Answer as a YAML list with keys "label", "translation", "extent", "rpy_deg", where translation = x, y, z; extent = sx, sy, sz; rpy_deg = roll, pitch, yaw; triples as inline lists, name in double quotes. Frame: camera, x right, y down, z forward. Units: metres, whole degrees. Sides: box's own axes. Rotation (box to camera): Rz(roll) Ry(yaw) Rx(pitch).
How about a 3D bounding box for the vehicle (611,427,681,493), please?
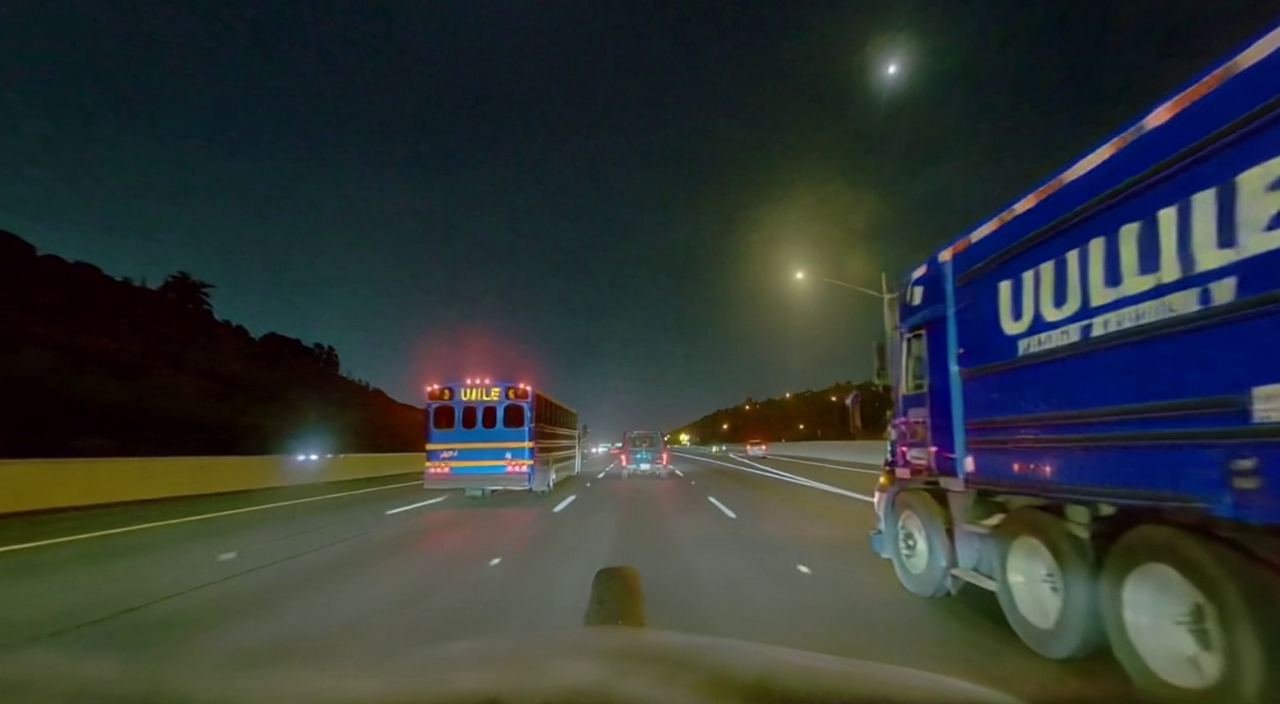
- label: "vehicle"
  translation: [0.145, 3.500, 20.758]
  extent: [2.037, 1.929, 4.343]
  rpy_deg: [0, -8, -1]

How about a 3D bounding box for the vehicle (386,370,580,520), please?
- label: "vehicle"
  translation: [-3.539, 2.456, 16.805]
  extent: [2.947, 3.009, 7.991]
  rpy_deg: [0, -8, 1]

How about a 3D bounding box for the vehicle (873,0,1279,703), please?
- label: "vehicle"
  translation: [4.160, 0.039, 3.657]
  extent: [3.050, 3.810, 6.889]
  rpy_deg: [0, -8, 2]
